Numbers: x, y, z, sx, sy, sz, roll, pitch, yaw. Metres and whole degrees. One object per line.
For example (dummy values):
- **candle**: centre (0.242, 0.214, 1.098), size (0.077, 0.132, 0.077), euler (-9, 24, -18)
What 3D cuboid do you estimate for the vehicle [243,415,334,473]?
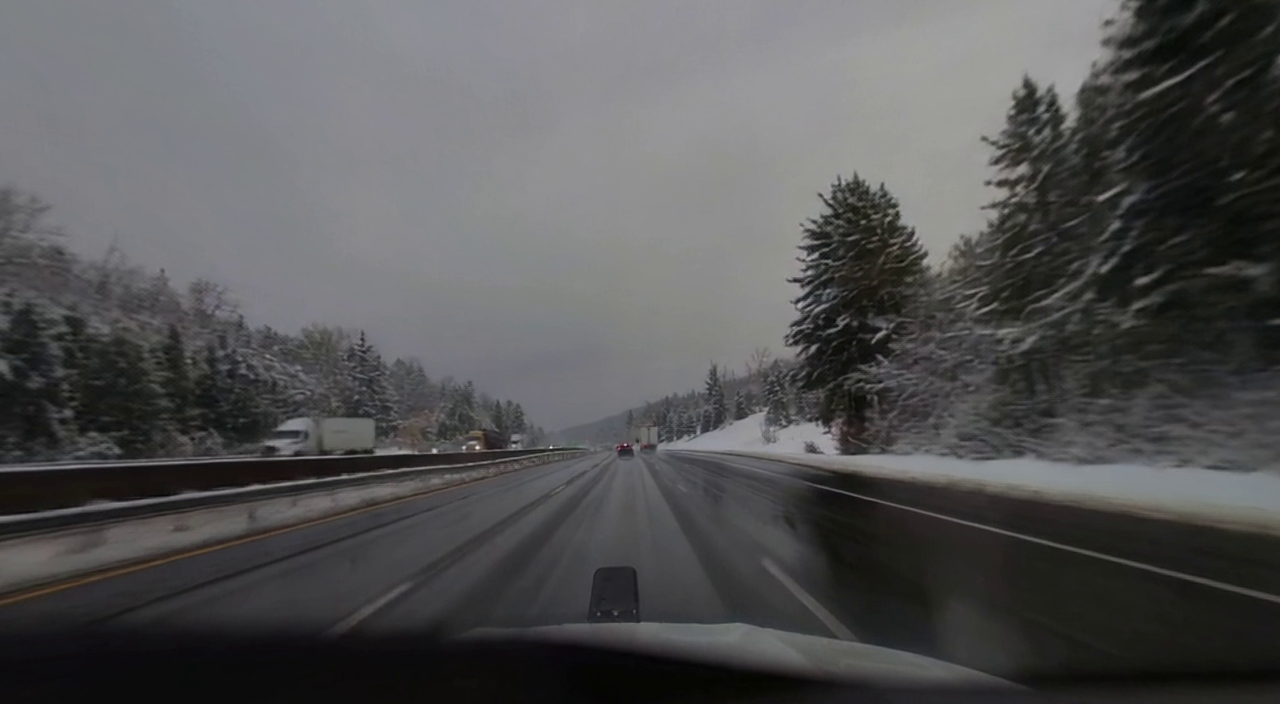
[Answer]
- **vehicle**: centre (-24.342, 6.442, 44.027), size (2.940, 3.748, 5.874), euler (0, -8, -1)
